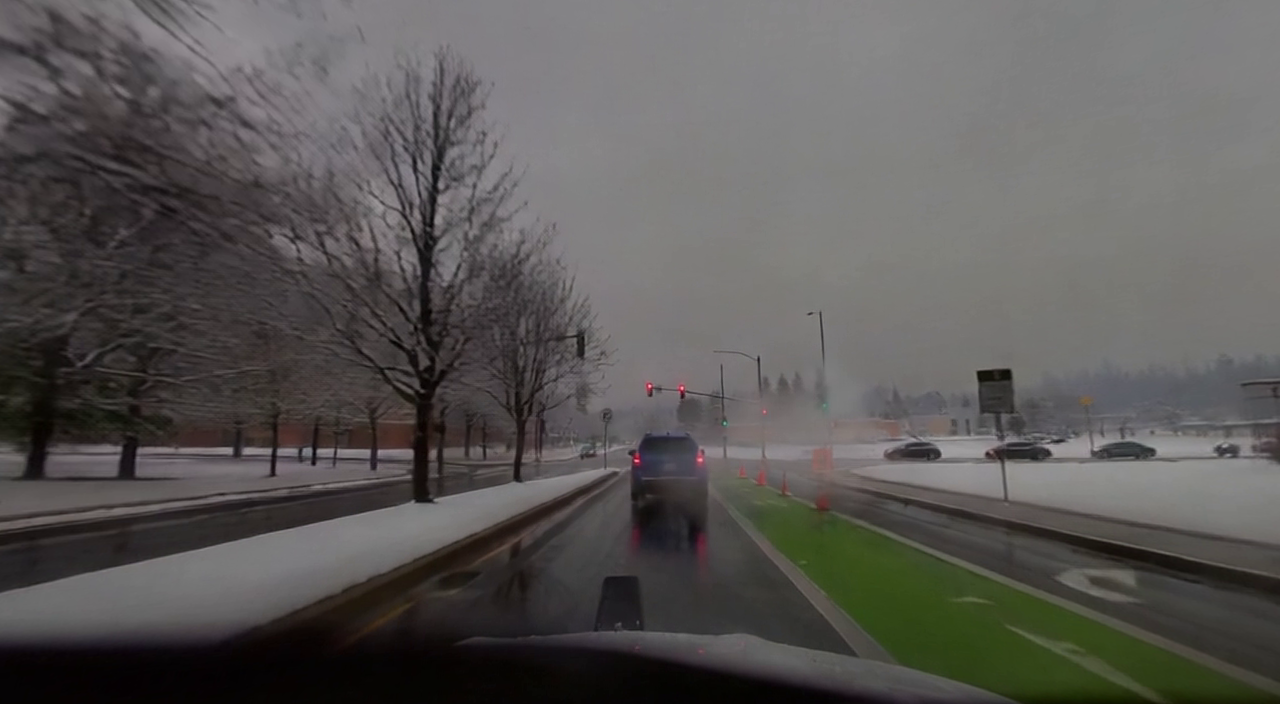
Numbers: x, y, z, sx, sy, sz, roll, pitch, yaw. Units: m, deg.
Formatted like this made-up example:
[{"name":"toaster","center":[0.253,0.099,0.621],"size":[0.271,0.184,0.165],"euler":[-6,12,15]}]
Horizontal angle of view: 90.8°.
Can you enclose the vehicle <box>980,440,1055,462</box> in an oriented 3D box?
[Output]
[{"name":"vehicle","center":[28.164,7.415,47.229],"size":[4.343,1.518,1.845],"euler":[0,-10,-1]}]

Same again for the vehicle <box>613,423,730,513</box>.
[{"name":"vehicle","center":[0.682,2.675,15.043],"size":[2.339,1.790,4.629],"euler":[0,-9,1]}]

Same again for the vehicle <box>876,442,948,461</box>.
[{"name":"vehicle","center":[20.346,7.474,47.334],"size":[4.492,1.422,1.961],"euler":[0,-9,1]}]
